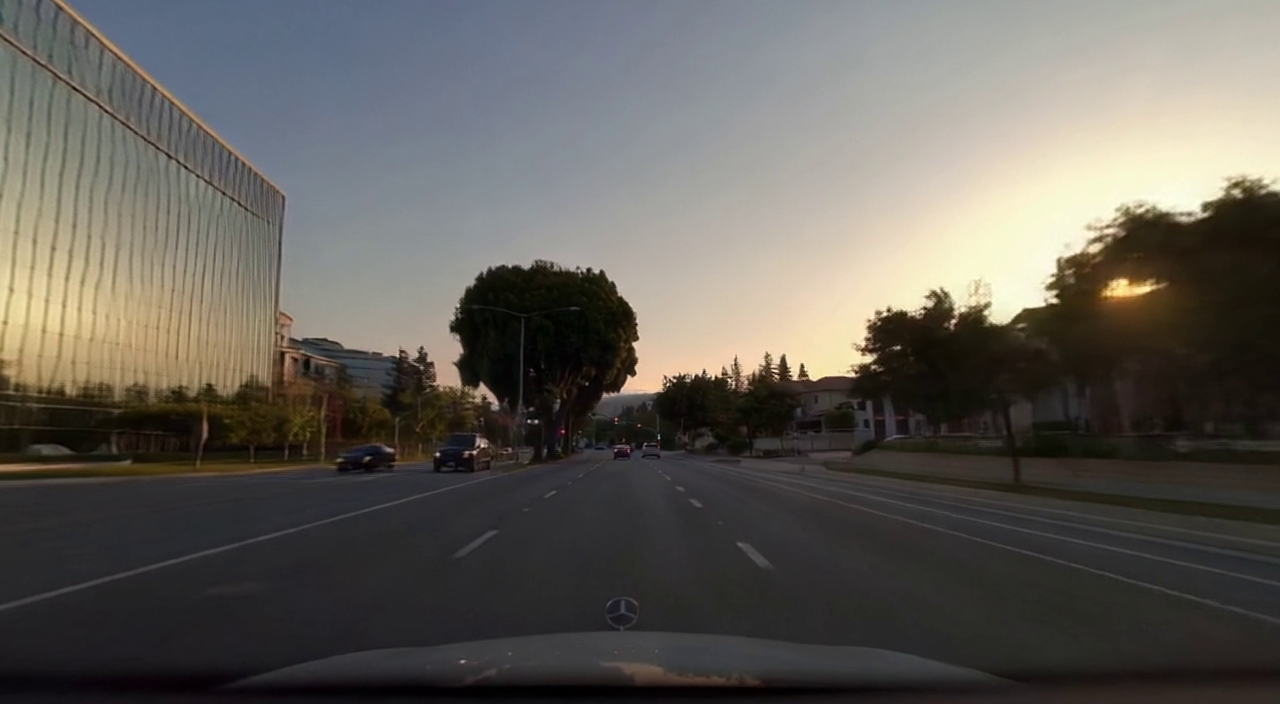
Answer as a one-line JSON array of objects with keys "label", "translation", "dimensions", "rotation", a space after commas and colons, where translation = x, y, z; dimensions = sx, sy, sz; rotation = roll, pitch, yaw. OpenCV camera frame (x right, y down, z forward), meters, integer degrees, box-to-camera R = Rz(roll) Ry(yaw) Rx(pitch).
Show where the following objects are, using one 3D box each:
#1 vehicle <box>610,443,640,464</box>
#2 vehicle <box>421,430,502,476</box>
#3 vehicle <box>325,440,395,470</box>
[{"label": "vehicle", "translation": [-1.086, 7.388, 45.999], "dimensions": [2.080, 1.445, 4.096], "rotation": [0, -8, -2]}, {"label": "vehicle", "translation": [-8.675, 4.931, 31.347], "dimensions": [2.631, 1.990, 5.787], "rotation": [2, -8, -4]}, {"label": "vehicle", "translation": [-15.952, 5.887, 36.317], "dimensions": [1.975, 1.596, 4.555], "rotation": [0, -8, -1]}]
